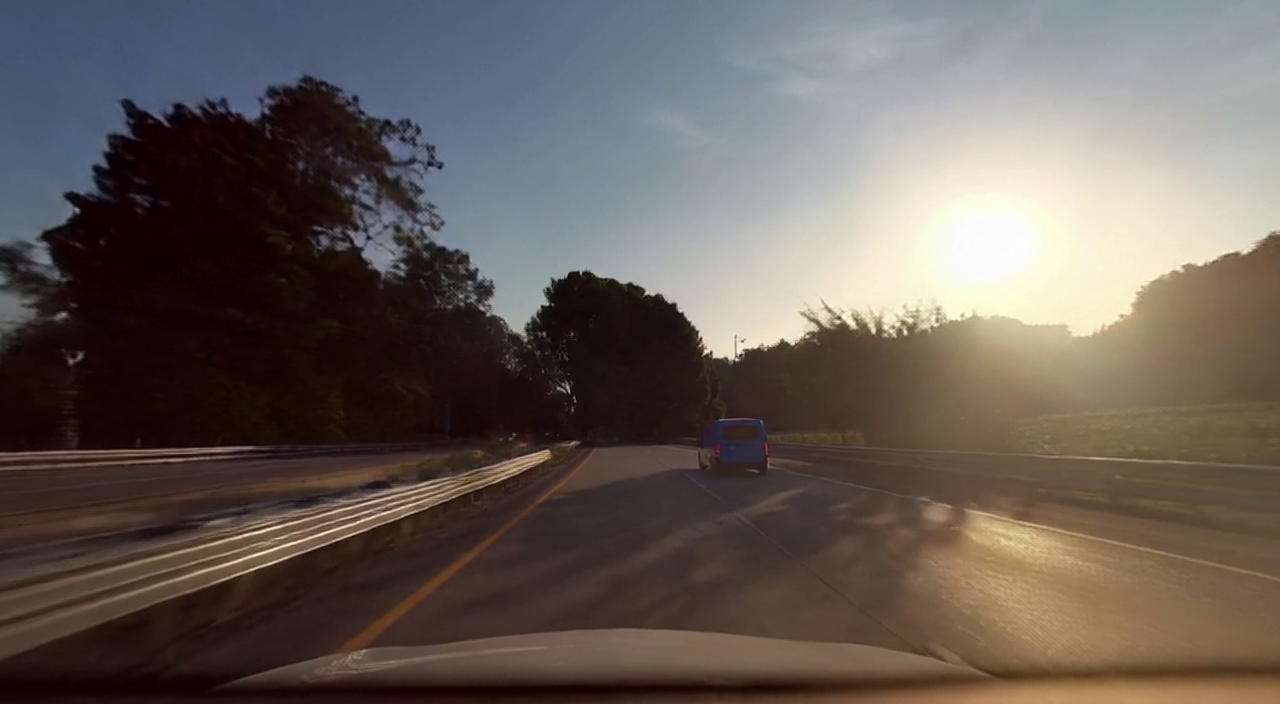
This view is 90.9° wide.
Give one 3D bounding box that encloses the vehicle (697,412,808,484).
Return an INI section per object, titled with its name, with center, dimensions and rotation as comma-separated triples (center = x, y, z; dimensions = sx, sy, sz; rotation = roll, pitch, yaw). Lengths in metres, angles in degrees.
[vehicle]
center = 3.075, 2.754, 18.392
dimensions = 2.240, 1.801, 4.545
rotation = 0, -8, -2
